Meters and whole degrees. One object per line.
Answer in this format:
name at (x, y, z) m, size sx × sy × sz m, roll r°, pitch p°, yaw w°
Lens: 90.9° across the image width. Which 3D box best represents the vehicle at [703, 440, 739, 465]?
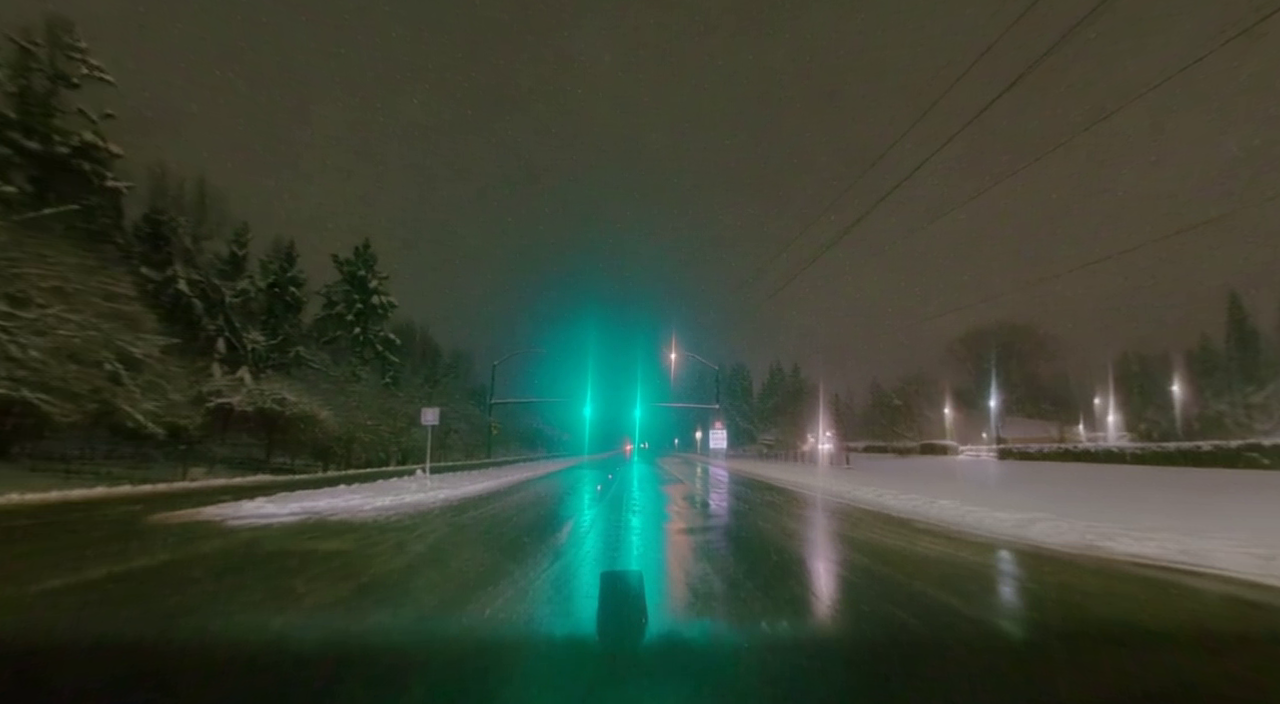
vehicle at (5.853, 7.346, 46.166) m, size 2.057 × 1.688 × 4.596 m, roll 0°, pitch -8°, yaw 0°
